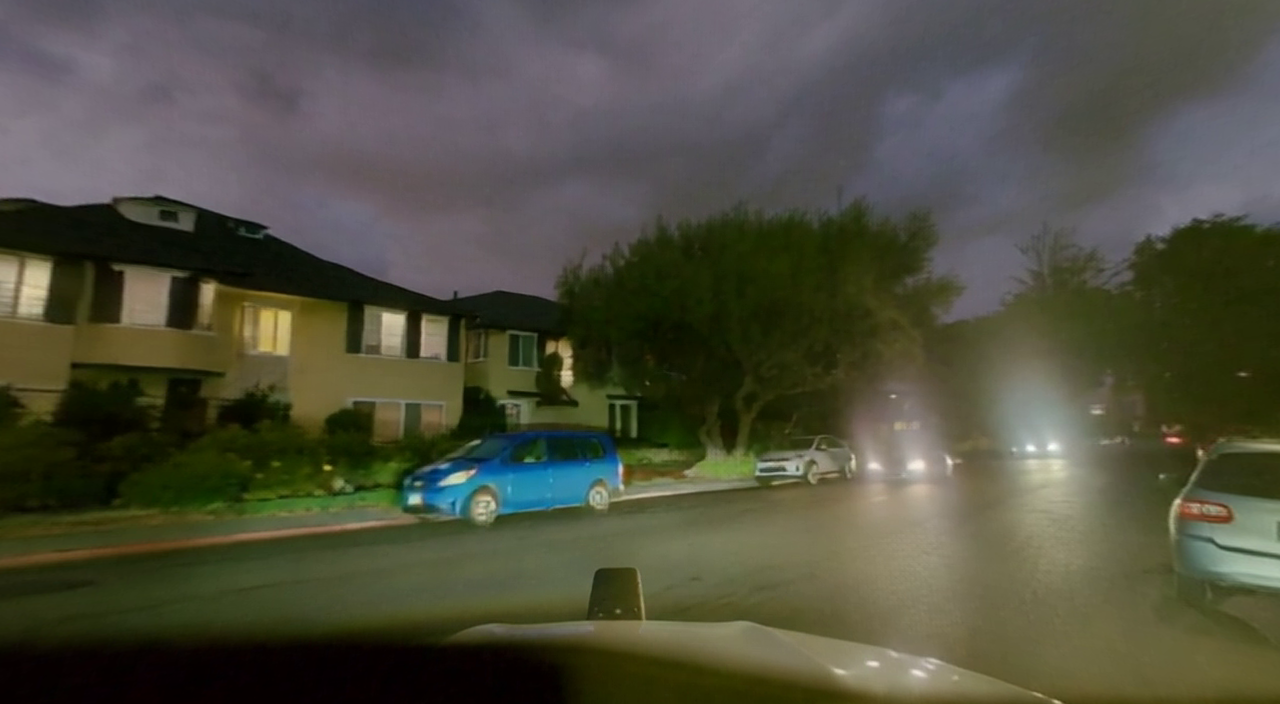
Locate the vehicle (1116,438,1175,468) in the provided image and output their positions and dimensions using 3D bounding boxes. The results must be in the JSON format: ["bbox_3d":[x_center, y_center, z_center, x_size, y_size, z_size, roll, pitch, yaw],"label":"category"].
[{"bbox_3d":[27.587,5.478,34.335,3.849,1.505,1.889,7,-11,-43],"label":"vehicle"}]

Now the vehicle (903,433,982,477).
[{"bbox_3d":[12.207,4.098,25.315,1.734,1.549,3.465,-12,-13,41],"label":"vehicle"}]

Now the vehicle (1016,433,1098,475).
[{"bbox_3d":[18.190,4.382,27.398,4.255,1.670,1.959,7,-11,-43],"label":"vehicle"}]

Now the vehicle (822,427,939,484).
[{"bbox_3d":[8.211,3.466,21.325,4.428,1.670,1.872,6,-13,-45],"label":"vehicle"}]

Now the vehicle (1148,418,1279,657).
[{"bbox_3d":[5.764,1.370,5.406,2.008,1.507,4.226,-6,-10,39],"label":"vehicle"}]

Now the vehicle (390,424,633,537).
[{"bbox_3d":[-1.966,1.957,10.375,1.798,1.507,3.513,-6,-9,41],"label":"vehicle"}]

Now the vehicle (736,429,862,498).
[{"bbox_3d":[4.435,2.948,17.256,1.828,1.488,3.785,-4,-6,40],"label":"vehicle"}]
